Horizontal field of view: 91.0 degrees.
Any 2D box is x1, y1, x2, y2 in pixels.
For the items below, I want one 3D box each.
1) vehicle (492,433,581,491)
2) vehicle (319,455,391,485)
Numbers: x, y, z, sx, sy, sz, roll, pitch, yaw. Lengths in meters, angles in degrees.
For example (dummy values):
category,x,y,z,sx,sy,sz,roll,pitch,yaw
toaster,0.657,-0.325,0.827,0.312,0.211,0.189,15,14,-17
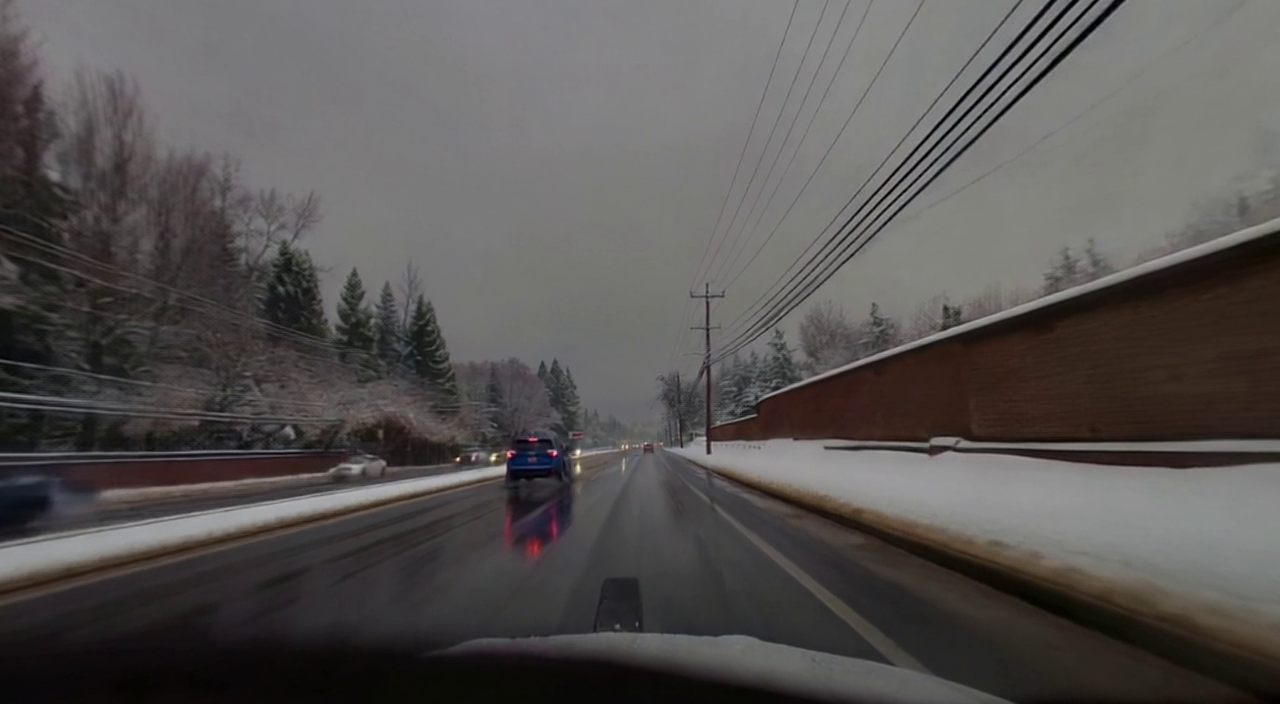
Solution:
category,x,y,z,sx,sy,sz,roll,pitch,yaw
vehicle,-3.320,3.635,21.149,2.147,1.730,4.555,0,-8,1
vehicle,-15.732,6.513,34.984,1.921,1.467,4.297,0,-8,1
